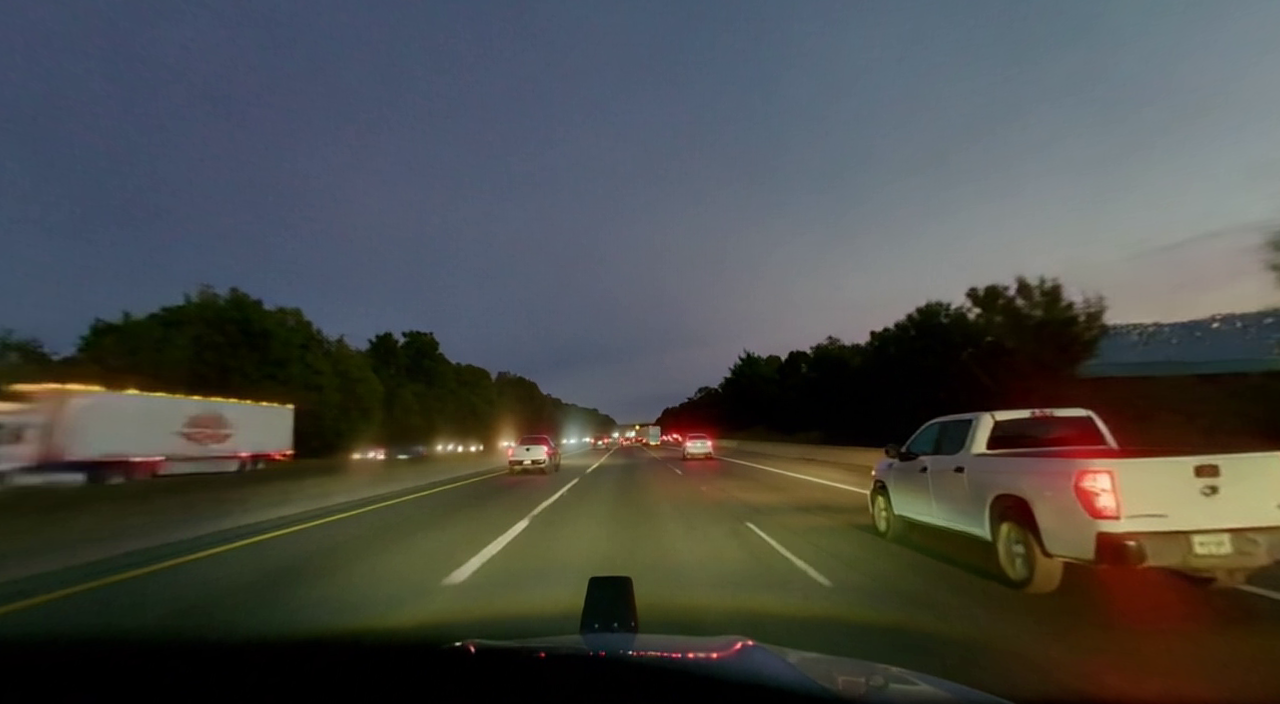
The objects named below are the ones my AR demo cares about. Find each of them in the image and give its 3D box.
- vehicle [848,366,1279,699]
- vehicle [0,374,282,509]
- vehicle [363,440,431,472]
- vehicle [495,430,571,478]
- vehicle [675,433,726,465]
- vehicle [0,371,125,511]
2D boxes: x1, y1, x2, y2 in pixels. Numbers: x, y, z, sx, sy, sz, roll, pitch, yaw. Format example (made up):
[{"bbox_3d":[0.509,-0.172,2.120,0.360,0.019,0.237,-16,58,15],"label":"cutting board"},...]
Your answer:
[{"bbox_3d":[3.665,1.204,5.559,1.949,1.639,4.748,0,-8,-1],"label":"vehicle"},{"bbox_3d":[-19.629,3.505,25.234,2.802,3.913,13.577,0,-8,-1],"label":"vehicle"},{"bbox_3d":[-12.364,5.287,32.389,1.848,1.517,4.205,0,-8,-1],"label":"vehicle"},{"bbox_3d":[-3.857,3.746,23.562,2.011,1.614,4.808,0,-8,0],"label":"vehicle"},{"bbox_3d":[2.921,4.774,31.173,1.990,1.480,3.865,0,-8,-2],"label":"vehicle"},{"bbox_3d":[-19.468,2.652,18.852,2.967,3.876,5.923,0,-8,-1],"label":"vehicle"}]
